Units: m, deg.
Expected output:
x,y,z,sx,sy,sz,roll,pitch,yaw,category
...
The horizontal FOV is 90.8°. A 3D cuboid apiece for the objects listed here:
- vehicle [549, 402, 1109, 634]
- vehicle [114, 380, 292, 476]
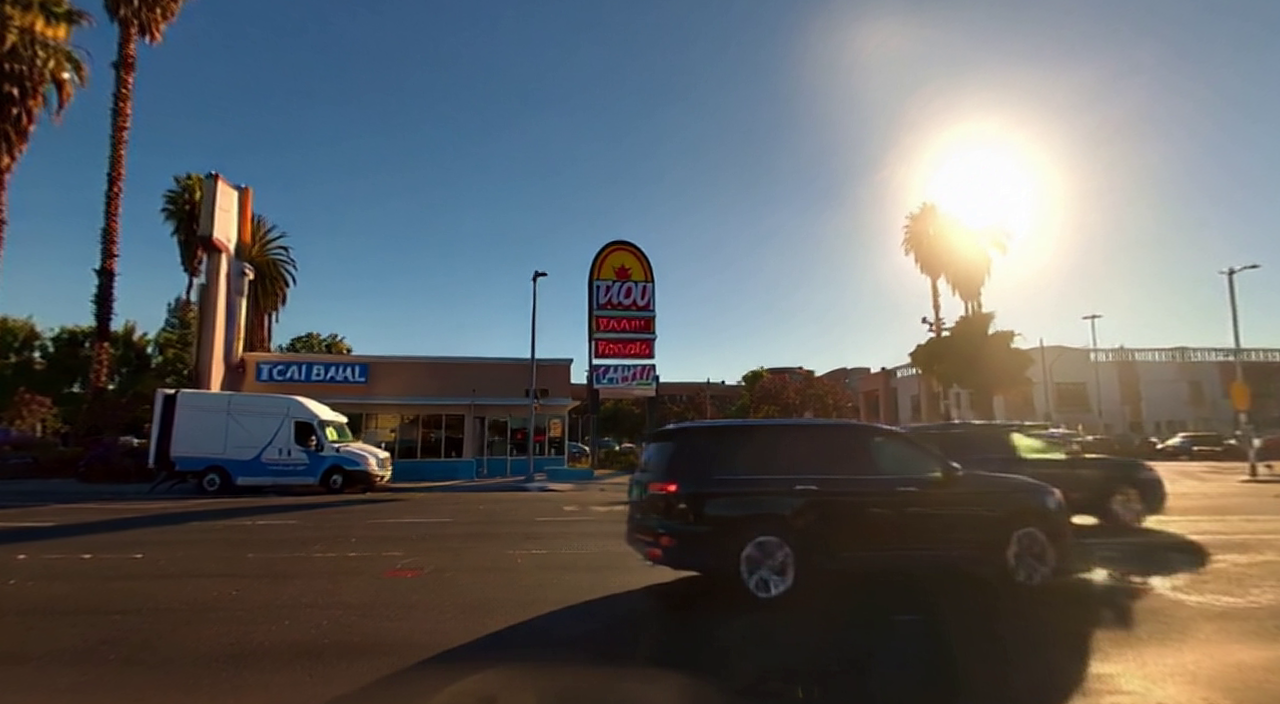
x,y,z,sx,sy,sz,roll,pitch,yaw,category
1.461,1.436,6.088,4.493,1.728,2.137,1,-9,-5,vehicle
-19.979,3.679,29.739,3.034,3.929,7.699,0,-9,-3,vehicle
